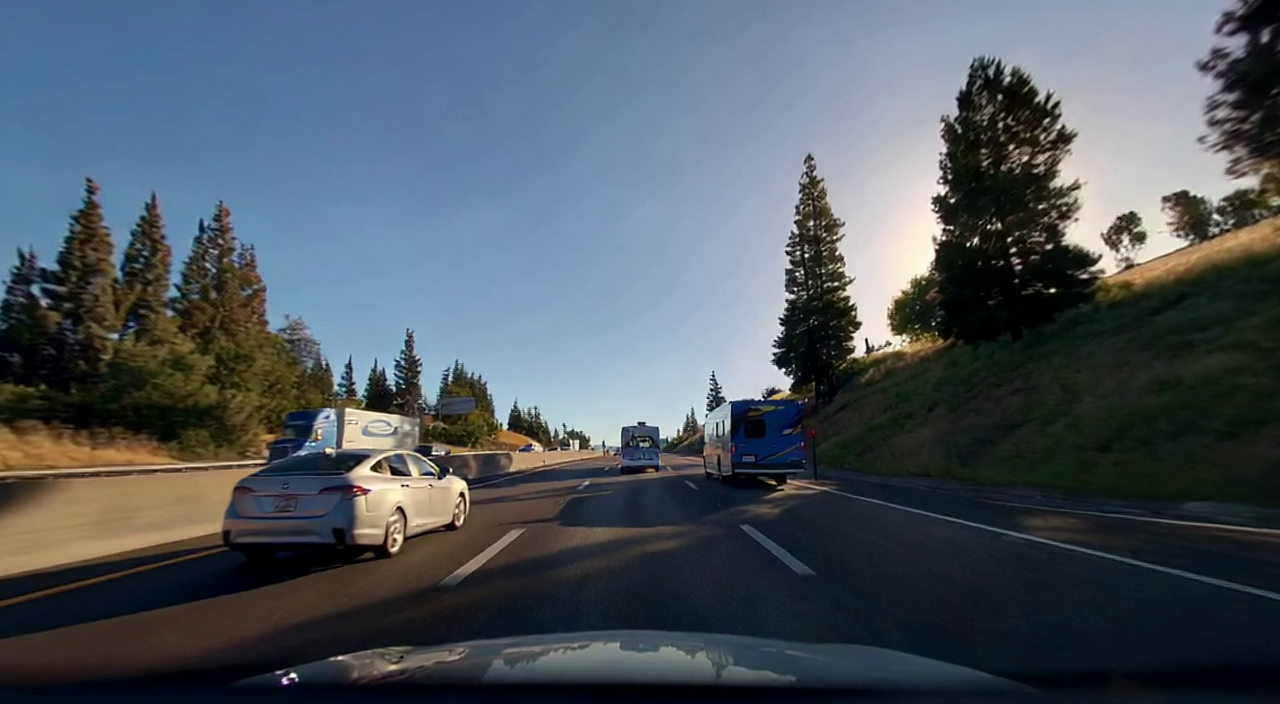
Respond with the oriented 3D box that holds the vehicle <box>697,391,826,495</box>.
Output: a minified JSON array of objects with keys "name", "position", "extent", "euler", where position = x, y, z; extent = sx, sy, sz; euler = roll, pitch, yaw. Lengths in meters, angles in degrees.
[{"name":"vehicle","position":[3.774,3.114,21.505],"extent":[2.607,2.910,7.252],"euler":[0,-9,-3]}]

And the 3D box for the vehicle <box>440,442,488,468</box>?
[{"name":"vehicle","position":[-11.898,7.000,42.965],"extent":[1.961,1.697,4.316],"euler":[0,-9,0]}]

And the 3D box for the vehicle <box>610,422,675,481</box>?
[{"name":"vehicle","position":[0.057,4.304,27.341],"extent":[2.524,2.310,4.986],"euler":[0,-9,-1]}]

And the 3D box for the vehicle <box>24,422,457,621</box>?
[{"name":"vehicle","position":[-3.730,1.650,7.177],"extent":[1.959,1.502,4.559],"euler":[0,-9,0]}]
